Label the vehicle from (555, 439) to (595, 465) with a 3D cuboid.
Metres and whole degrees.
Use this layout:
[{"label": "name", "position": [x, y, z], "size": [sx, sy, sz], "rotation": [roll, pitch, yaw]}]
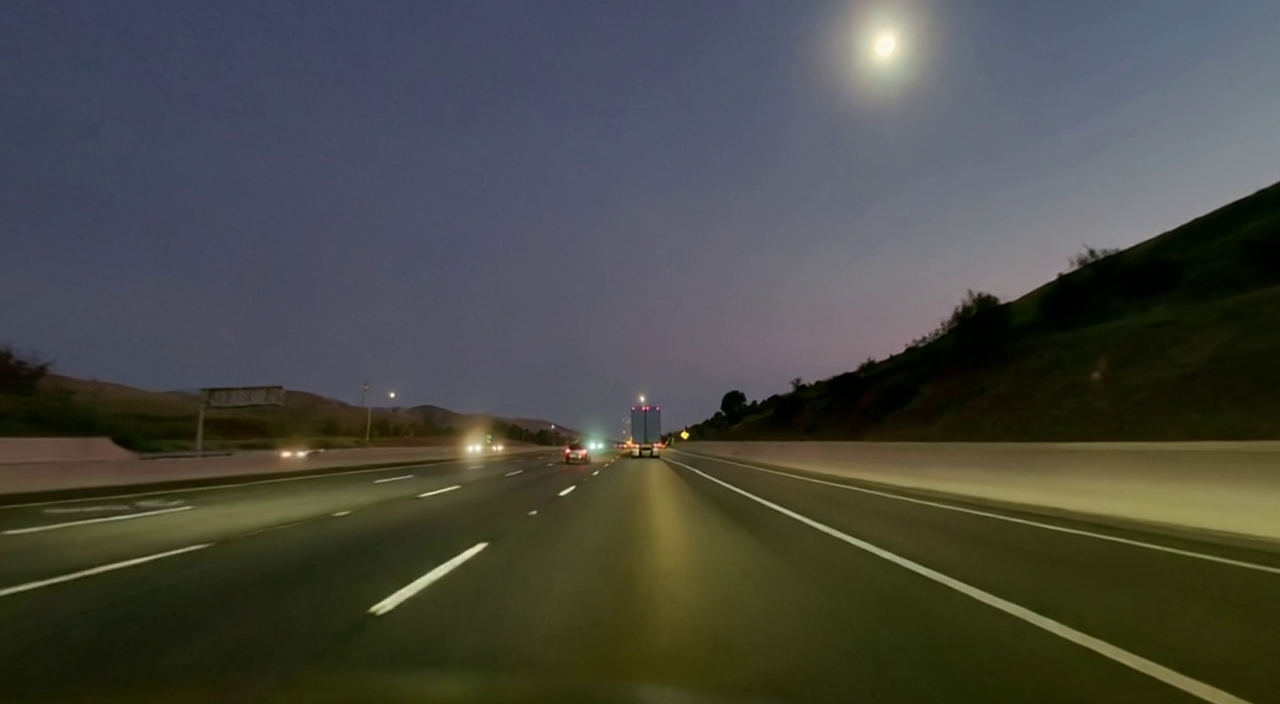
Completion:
[{"label": "vehicle", "position": [-3.998, 6.255, 39.440], "size": [1.983, 1.508, 4.060], "rotation": [0, -9, 1]}]
